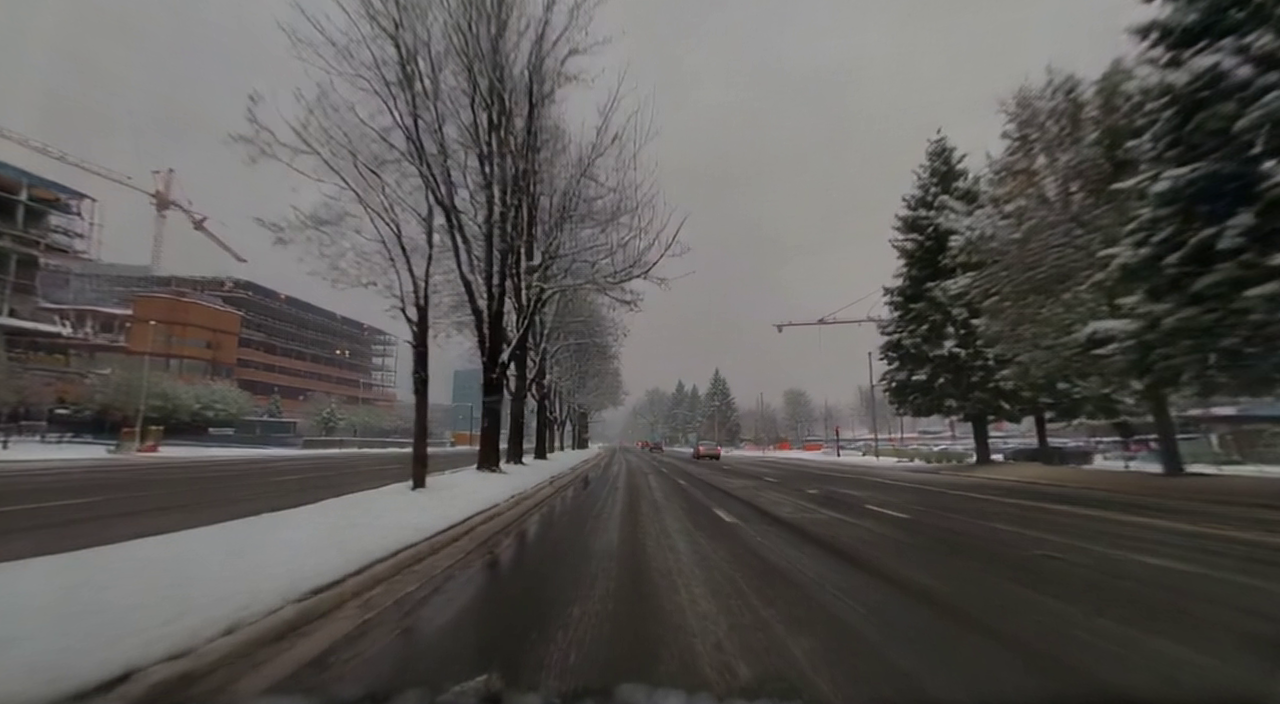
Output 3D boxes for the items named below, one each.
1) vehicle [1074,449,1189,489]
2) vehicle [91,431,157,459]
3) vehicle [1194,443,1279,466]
[{"bbox_3d":[27.016,6.421,35.002,2.394,1.893,4.807,2,-8,-3],"label":"vehicle"},{"bbox_3d":[-34.417,6.200,42.074,5.202,1.696,2.228,-7,-11,38],"label":"vehicle"},{"bbox_3d":[46.992,8.019,49.436,5.212,1.712,2.040,-8,-11,41],"label":"vehicle"}]
